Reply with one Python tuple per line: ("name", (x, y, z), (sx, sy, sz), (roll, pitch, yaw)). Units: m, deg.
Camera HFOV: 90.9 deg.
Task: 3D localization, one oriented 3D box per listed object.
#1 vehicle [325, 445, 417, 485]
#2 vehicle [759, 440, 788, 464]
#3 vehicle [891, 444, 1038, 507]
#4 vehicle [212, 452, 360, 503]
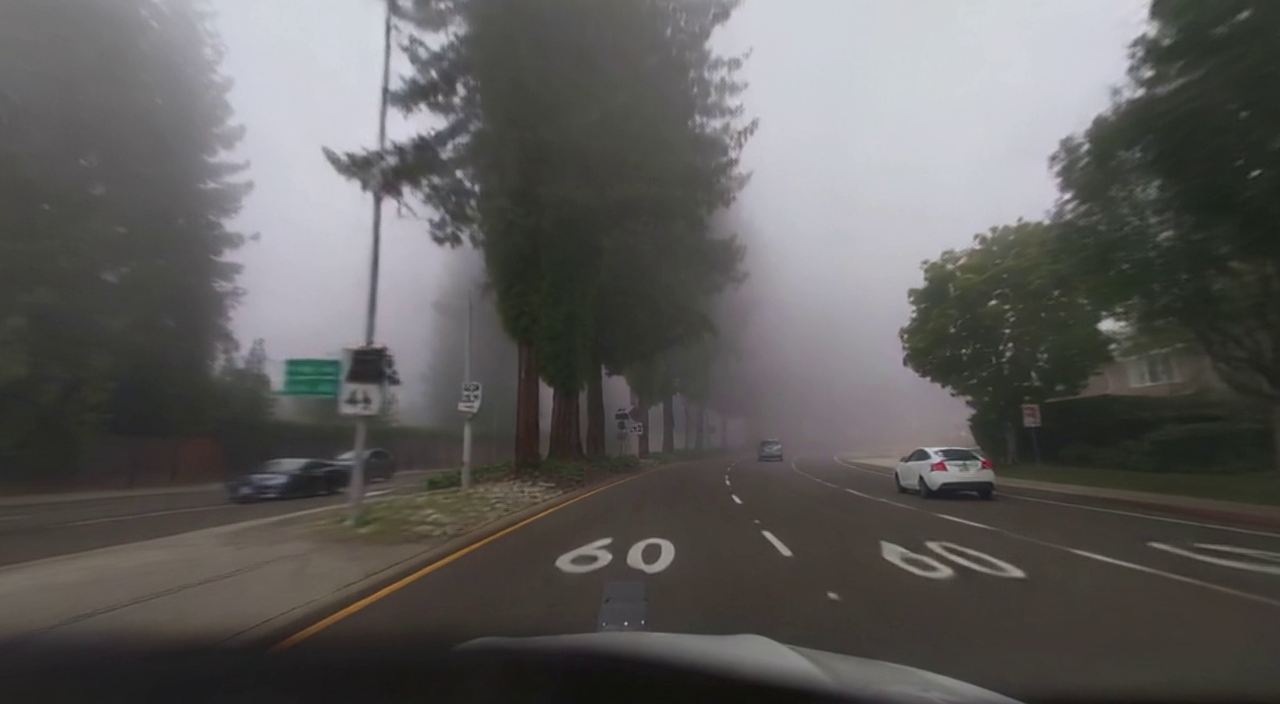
("vehicle", (-13.503, 5.689, 32.057), (2.025, 1.837, 4.841), (-1, -8, 8))
("vehicle", (9.940, 7.419, 47.005), (1.991, 1.684, 4.127), (-2, -9, 12))
("vehicle", (8.463, 3.207, 16.975), (1.855, 1.444, 4.389), (-1, -8, 4))
("vehicle", (-11.569, 4.102, 21.076), (1.905, 1.451, 4.698), (-1, -8, 6))
